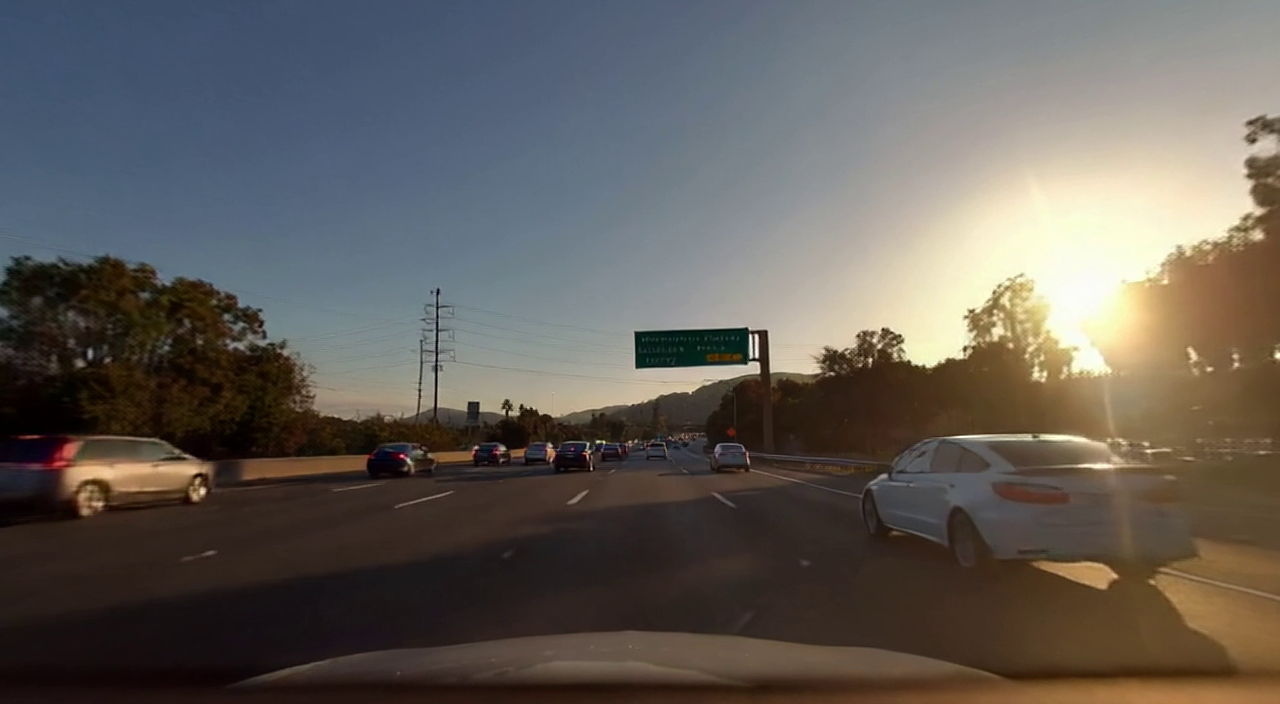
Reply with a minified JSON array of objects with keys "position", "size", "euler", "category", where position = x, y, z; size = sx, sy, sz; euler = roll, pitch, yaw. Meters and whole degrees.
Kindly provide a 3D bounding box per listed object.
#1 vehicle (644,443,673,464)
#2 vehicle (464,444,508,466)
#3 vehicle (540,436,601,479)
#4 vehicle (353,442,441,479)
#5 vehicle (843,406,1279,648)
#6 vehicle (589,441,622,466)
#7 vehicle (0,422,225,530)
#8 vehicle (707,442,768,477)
[{"position":[1.399,7.950,49.741],"size":[2.220,1.575,4.332],"euler":[0,-8,0],"category":"vehicle"},{"position":[-10.799,7.210,44.481],"size":[1.877,1.458,4.543],"euler":[0,-8,1],"category":"vehicle"},{"position":[-3.039,4.723,28.577],"size":[2.133,1.775,4.530],"euler":[0,-8,1],"category":"vehicle"},{"position":[-10.546,4.713,27.737],"size":[1.926,1.479,4.688],"euler":[0,-8,1],"category":"vehicle"},{"position":[3.827,1.471,6.401],"size":[2.036,1.580,4.360],"euler":[0,-8,0],"category":"vehicle"},{"position":[-2.478,7.456,46.522],"size":[2.133,1.668,4.505],"euler":[0,-8,1],"category":"vehicle"},{"position":[-10.791,2.313,12.342],"size":[2.137,1.690,4.630],"euler":[0,-8,1],"category":"vehicle"},{"position":[4.445,4.968,29.437],"size":[2.022,1.472,4.678],"euler":[0,-8,-1],"category":"vehicle"}]
